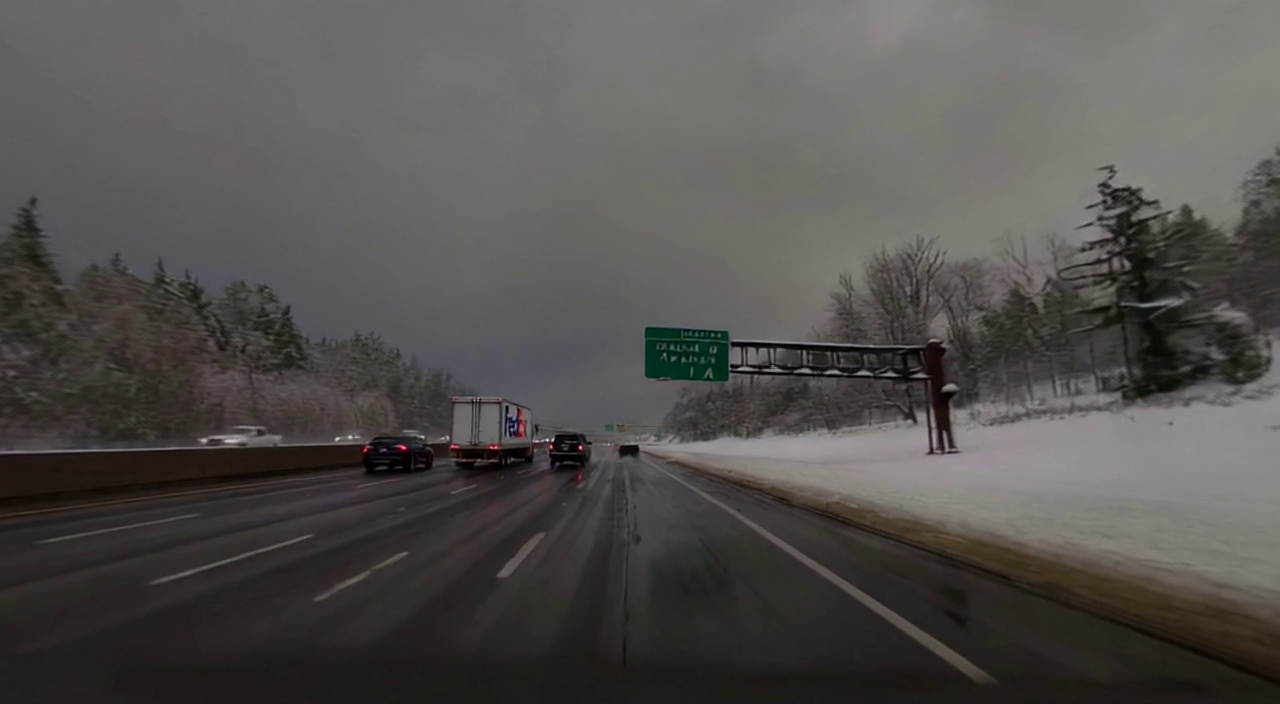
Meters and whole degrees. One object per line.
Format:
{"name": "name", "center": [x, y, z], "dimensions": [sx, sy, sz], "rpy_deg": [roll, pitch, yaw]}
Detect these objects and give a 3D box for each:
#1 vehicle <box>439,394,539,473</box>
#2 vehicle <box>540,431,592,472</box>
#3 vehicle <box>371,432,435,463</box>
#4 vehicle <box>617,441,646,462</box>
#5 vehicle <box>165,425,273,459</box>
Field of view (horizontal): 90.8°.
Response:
{"name": "vehicle", "center": [-6.985, 4.040, 30.681], "dimensions": [2.870, 3.266, 8.589], "rpy_deg": [0, -9, -1]}
{"name": "vehicle", "center": [-3.619, 4.979, 31.679], "dimensions": [2.170, 1.886, 4.628], "rpy_deg": [0, -9, -1]}
{"name": "vehicle", "center": [-13.646, 5.555, 36.680], "dimensions": [2.018, 1.668, 4.409], "rpy_deg": [0, -9, -1]}
{"name": "vehicle", "center": [-0.680, 7.520, 47.630], "dimensions": [2.043, 1.489, 3.839], "rpy_deg": [0, -9, -2]}
{"name": "vehicle", "center": [-23.256, 5.031, 35.272], "dimensions": [2.162, 1.730, 5.777], "rpy_deg": [0, -9, -1]}
